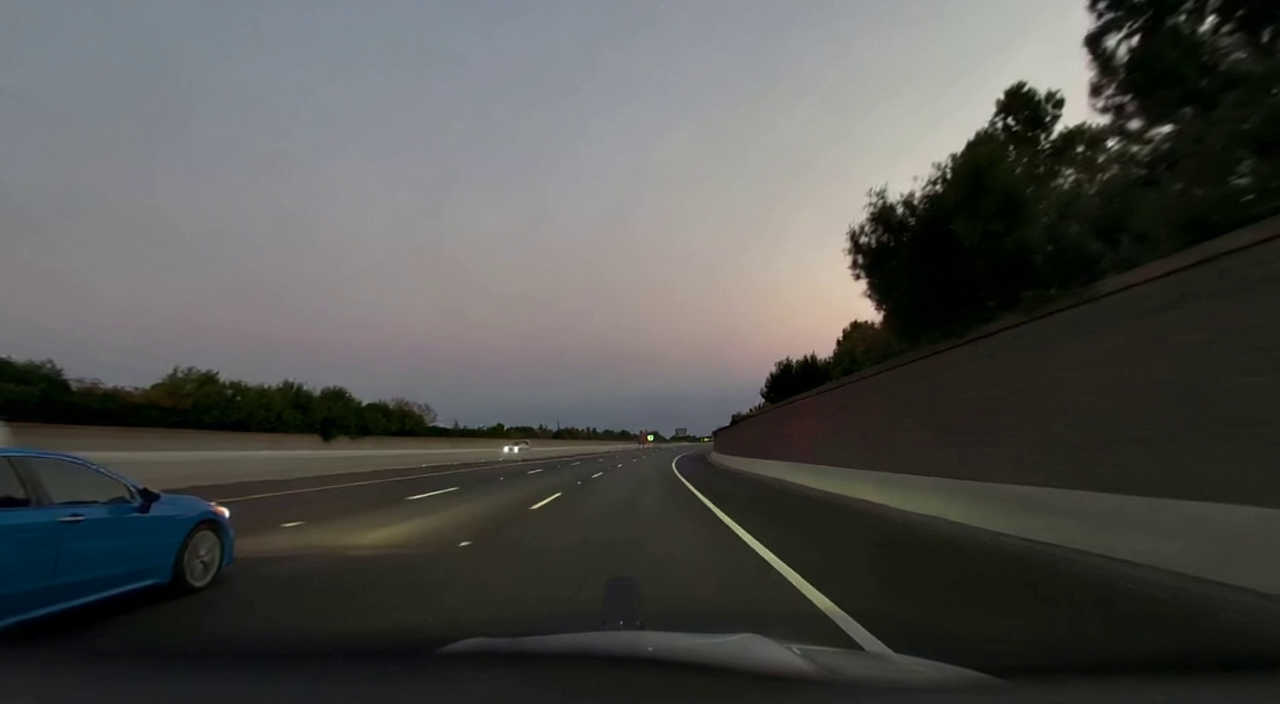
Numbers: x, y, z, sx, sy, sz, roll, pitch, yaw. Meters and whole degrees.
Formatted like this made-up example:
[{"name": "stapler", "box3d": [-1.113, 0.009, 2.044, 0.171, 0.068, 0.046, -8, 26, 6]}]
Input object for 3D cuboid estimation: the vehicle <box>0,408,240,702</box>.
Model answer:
[{"name": "vehicle", "box3d": [-4.280, 1.052, 3.252, 1.928, 1.504, 3.745, 0, -9, 0]}]
